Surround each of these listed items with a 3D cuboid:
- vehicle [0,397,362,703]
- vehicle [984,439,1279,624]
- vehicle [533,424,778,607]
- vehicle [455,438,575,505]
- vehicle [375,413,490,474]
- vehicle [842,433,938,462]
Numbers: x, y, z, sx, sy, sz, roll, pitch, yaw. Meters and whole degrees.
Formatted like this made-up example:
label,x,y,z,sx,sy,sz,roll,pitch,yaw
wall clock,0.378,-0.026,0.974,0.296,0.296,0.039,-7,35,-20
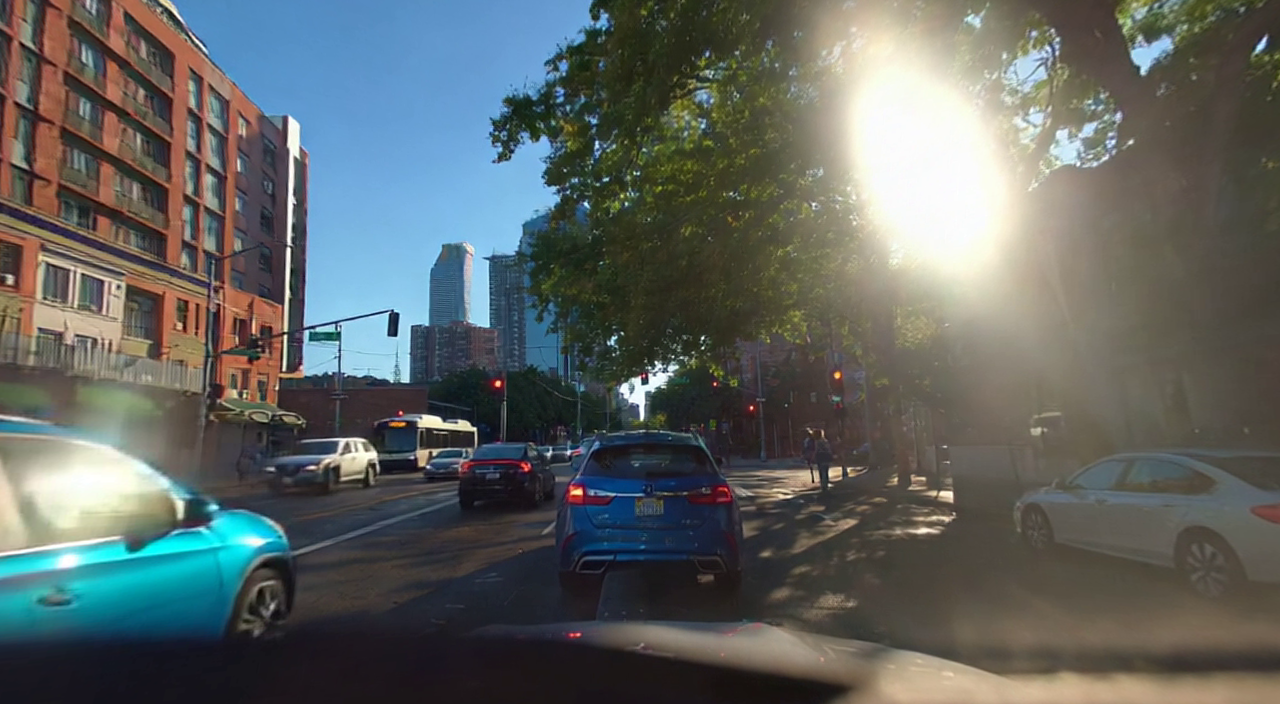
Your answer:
label,x,y,z,sx,sy,sz,roll,pitch,yaw
vehicle,-3.090,0.966,2.468,1.970,1.492,4.534,0,-9,-1
vehicle,6.000,1.708,6.906,1.873,1.453,4.579,0,-9,0
vehicle,0.106,1.623,7.061,2.022,1.481,3.564,0,-9,-1
vehicle,-3.010,2.982,16.175,2.131,1.486,4.089,0,-9,2
vehicle,-13.007,6.034,41.396,3.071,3.337,13.201,0,-9,0
vehicle,16.395,6.266,41.511,5.345,1.811,2.175,0,-9,-1
